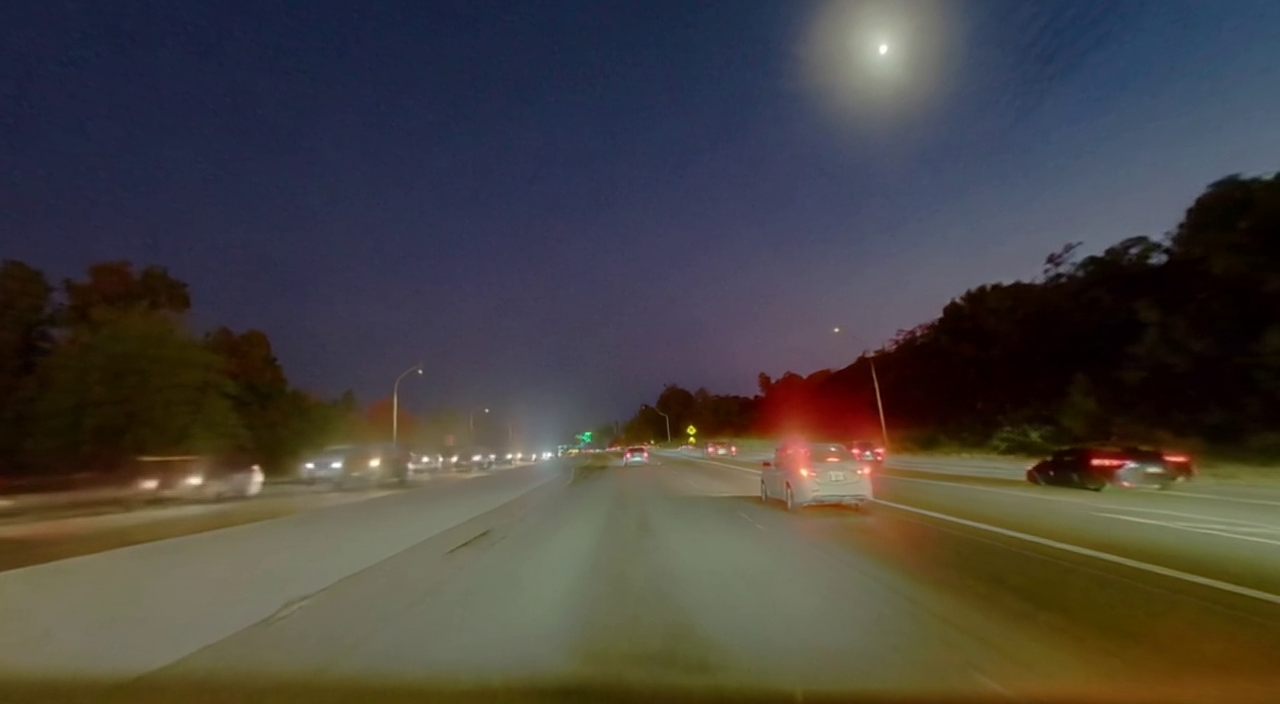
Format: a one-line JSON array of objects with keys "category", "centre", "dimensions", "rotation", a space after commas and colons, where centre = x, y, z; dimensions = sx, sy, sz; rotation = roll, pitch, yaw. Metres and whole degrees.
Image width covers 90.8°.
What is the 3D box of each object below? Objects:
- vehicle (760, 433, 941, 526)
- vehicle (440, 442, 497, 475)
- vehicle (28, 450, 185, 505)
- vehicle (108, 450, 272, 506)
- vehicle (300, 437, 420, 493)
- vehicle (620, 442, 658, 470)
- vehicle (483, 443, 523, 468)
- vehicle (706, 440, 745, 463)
[{"category": "vehicle", "centre": [3.874, 2.406, 12.560], "dimensions": [1.972, 1.488, 4.335], "rotation": [1, -8, -2]}, {"category": "vehicle", "centre": [-9.709, 6.035, 36.101], "dimensions": [2.082, 1.698, 4.357], "rotation": [1, -8, -1]}, {"category": "vehicle", "centre": [-17.425, 4.064, 20.911], "dimensions": [1.908, 1.554, 3.757], "rotation": [1, -8, -2]}, {"category": "vehicle", "centre": [-13.654, 3.803, 19.588], "dimensions": [1.821, 1.437, 4.457], "rotation": [1, -8, 0]}, {"category": "vehicle", "centre": [-10.183, 4.126, 23.503], "dimensions": [2.212, 1.815, 4.785], "rotation": [1, -8, 0]}, {"category": "vehicle", "centre": [-0.114, 6.108, 37.418], "dimensions": [2.090, 1.510, 4.280], "rotation": [1, -8, -1]}, {"category": "vehicle", "centre": [-10.319, 7.821, 48.011], "dimensions": [2.017, 1.735, 4.581], "rotation": [1, -8, -1]}, {"category": "vehicle", "centre": [6.309, 7.382, 47.057], "dimensions": [2.094, 1.652, 3.955], "rotation": [1, -8, -3]}]
